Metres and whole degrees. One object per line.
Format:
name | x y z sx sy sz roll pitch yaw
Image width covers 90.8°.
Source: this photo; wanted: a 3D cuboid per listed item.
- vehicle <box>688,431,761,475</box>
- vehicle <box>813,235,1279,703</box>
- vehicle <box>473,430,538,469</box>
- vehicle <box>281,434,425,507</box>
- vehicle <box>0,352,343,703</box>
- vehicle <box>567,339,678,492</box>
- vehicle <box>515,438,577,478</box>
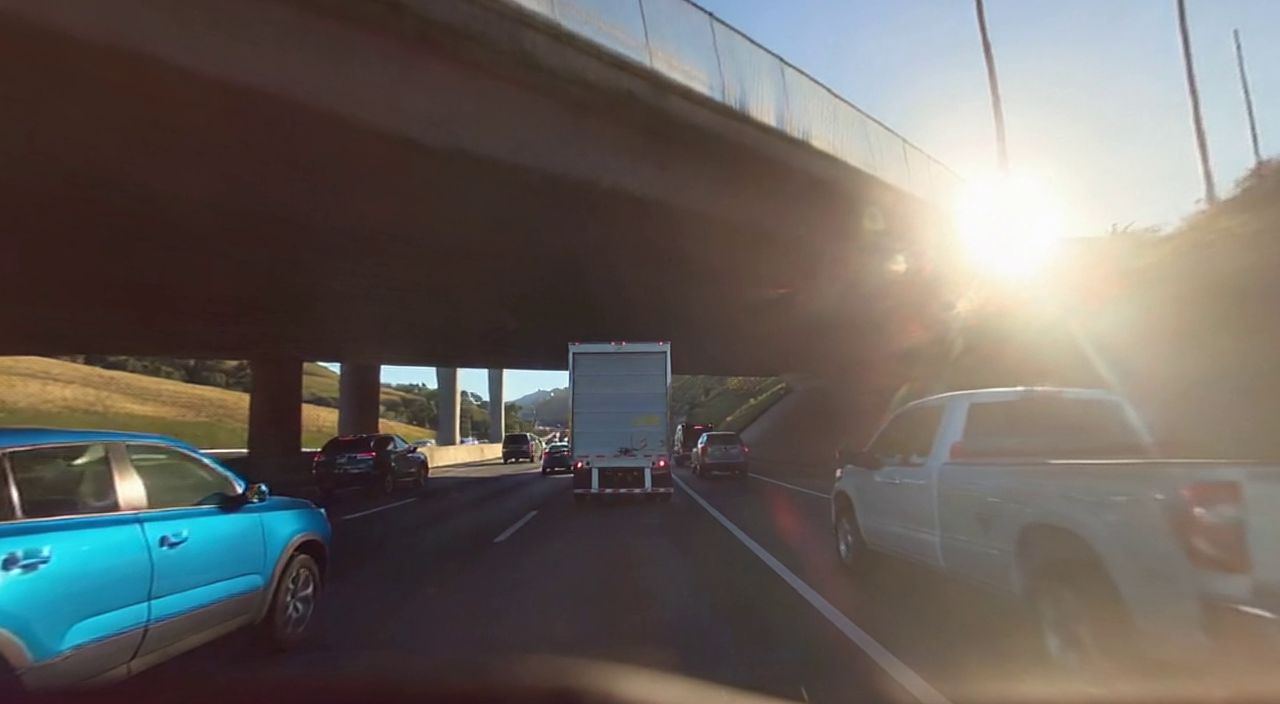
vehicle | 2.915 3.626 22.901 1.859 1.416 4.695 0 -8 -2
vehicle | 2.627 0.813 2.801 2.098 1.827 5.538 0 -8 0
vehicle | -7.354 5.414 35.183 2.344 1.954 5.579 -1 -8 1
vehicle | -7.048 2.929 16.056 1.766 1.585 4.094 0 -8 -1
vehicle | -3.285 0.931 2.897 1.885 1.654 4.103 0 -8 -1
vehicle | -0.428 2.441 22.157 2.906 4.040 10.743 0 -8 0
vehicle | -3.814 4.366 26.314 1.874 1.475 4.328 0 -8 0
